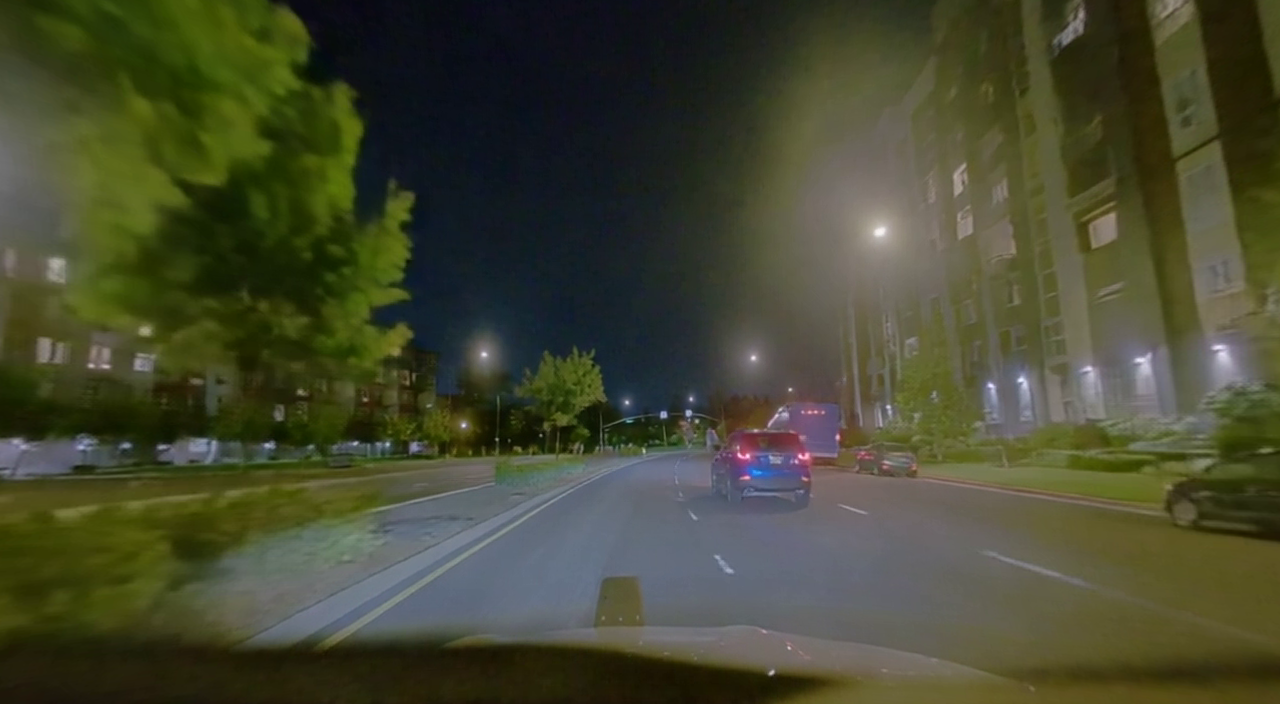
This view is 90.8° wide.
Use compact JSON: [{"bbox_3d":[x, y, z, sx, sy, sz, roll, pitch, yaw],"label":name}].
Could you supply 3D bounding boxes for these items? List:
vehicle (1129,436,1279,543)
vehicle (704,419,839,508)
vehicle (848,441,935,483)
[{"bbox_3d":[9.872,1.955,9.061,1.893,1.469,4.615,0,-9,-2],"label":"vehicle"},{"bbox_3d":[2.941,2.645,15.305,2.215,1.812,4.569,0,-9,-1],"label":"vehicle"},{"bbox_3d":[10.265,4.498,26.237,1.870,1.504,4.823,0,-8,3],"label":"vehicle"}]
